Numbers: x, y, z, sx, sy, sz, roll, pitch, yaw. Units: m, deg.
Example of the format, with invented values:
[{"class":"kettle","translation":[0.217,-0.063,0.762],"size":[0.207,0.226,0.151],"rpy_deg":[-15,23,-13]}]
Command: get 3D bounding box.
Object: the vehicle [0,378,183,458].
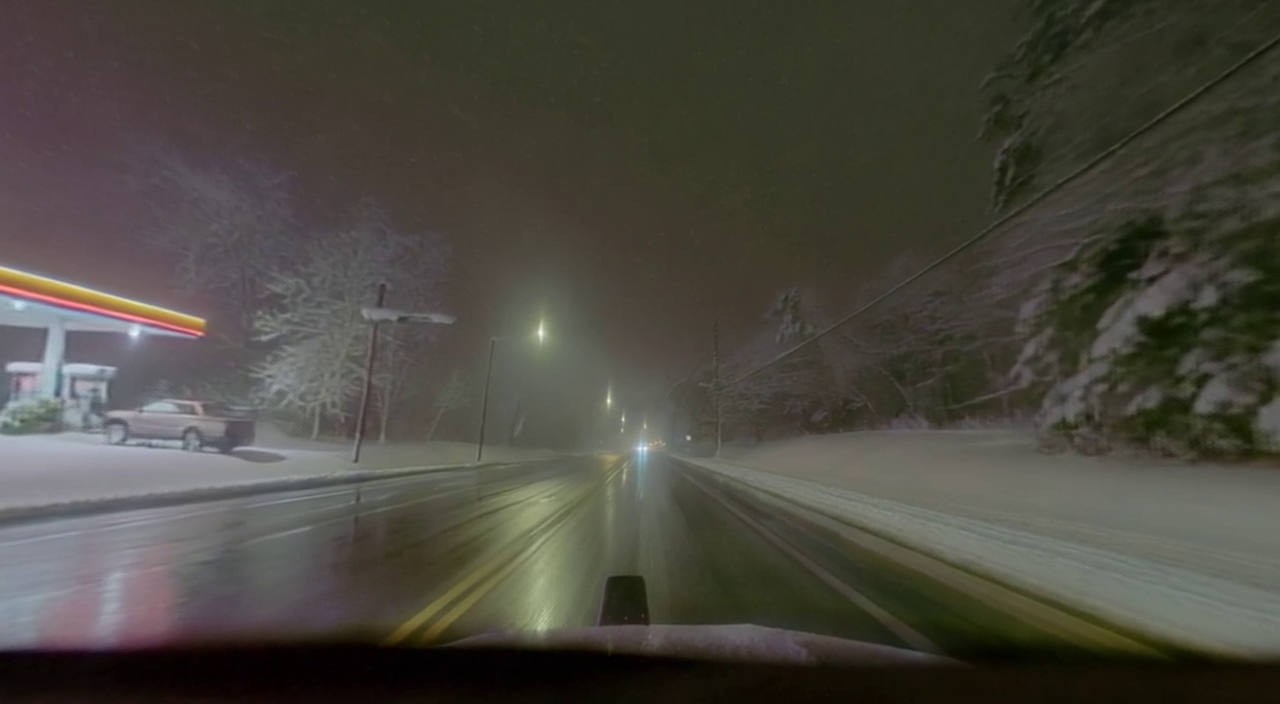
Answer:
[{"class":"vehicle","translation":[-22.752,2.612,25.610],"size":[6.311,2.571,3.118],"rpy_deg":[3,-5,12]}]
